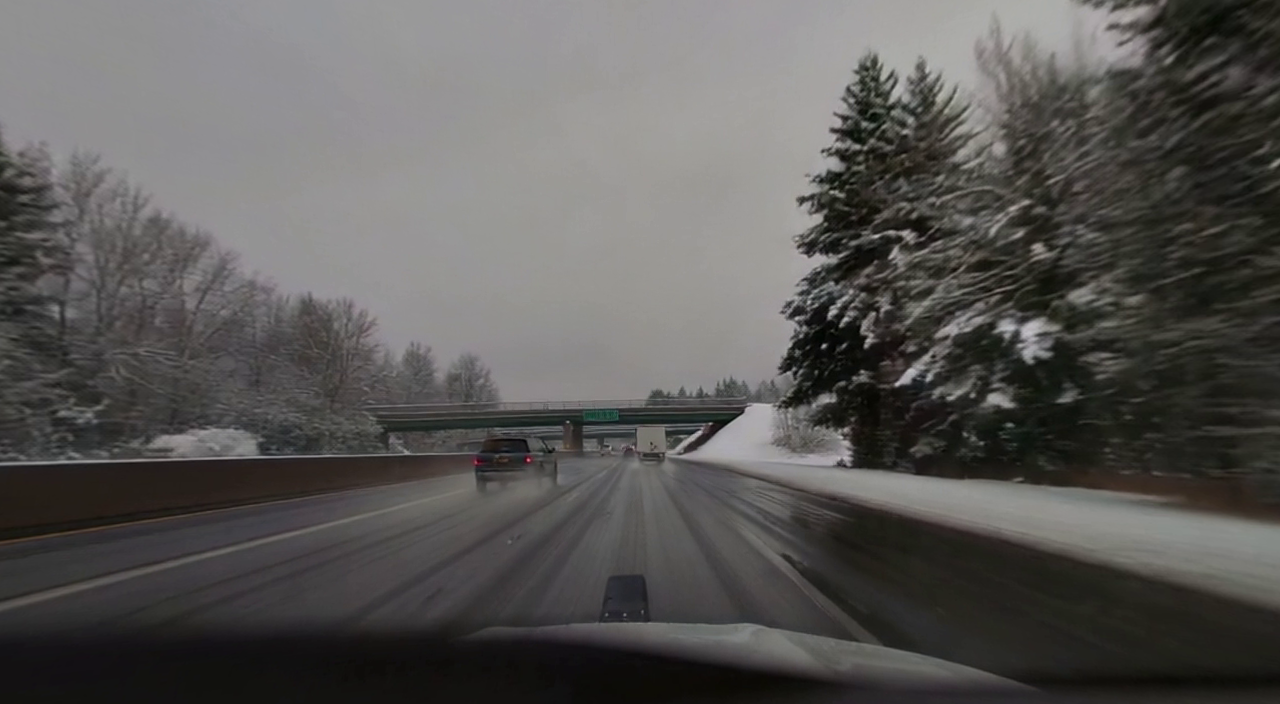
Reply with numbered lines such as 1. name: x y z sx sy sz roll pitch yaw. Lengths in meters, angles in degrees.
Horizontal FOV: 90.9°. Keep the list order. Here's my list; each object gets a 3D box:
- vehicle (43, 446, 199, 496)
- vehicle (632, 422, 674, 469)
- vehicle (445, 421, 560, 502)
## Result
1. vehicle: -19.879 4.553 24.476 2.082 1.713 4.606 0 -9 1
2. vehicle: 0.814 6.766 45.442 2.790 3.075 7.414 0 -9 -1
3. vehicle: -3.937 3.300 19.307 2.233 2.093 5.565 0 -9 0
